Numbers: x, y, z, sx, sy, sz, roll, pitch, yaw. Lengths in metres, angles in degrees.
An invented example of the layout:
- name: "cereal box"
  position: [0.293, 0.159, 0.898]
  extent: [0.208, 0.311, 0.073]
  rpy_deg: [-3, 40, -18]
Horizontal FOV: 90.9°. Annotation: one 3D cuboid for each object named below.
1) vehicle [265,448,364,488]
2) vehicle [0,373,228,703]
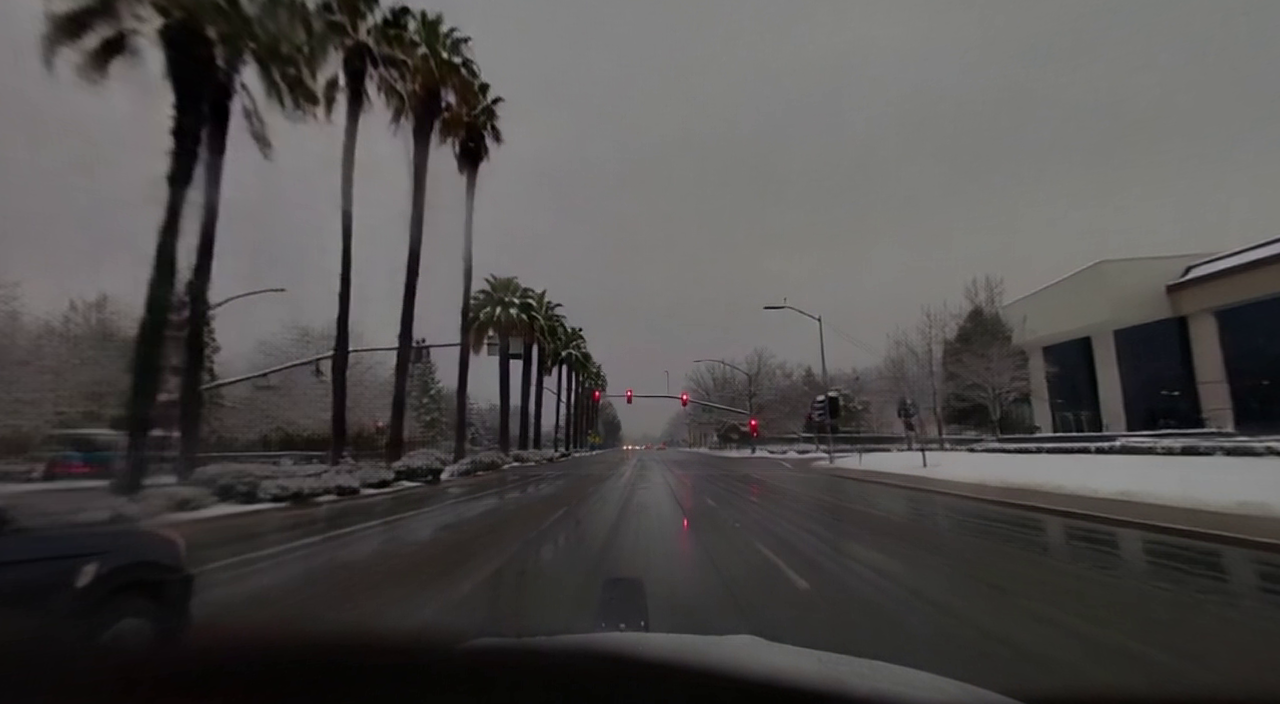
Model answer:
- name: "vehicle"
  position: [-14.621, 5.189, 28.618]
  extent: [2.059, 1.648, 4.420]
  rpy_deg: [0, -8, 1]
- name: "vehicle"
  position: [-3.269, 0.661, 0.806]
  extent: [2.162, 1.549, 4.795]
  rpy_deg: [0, -8, 1]
